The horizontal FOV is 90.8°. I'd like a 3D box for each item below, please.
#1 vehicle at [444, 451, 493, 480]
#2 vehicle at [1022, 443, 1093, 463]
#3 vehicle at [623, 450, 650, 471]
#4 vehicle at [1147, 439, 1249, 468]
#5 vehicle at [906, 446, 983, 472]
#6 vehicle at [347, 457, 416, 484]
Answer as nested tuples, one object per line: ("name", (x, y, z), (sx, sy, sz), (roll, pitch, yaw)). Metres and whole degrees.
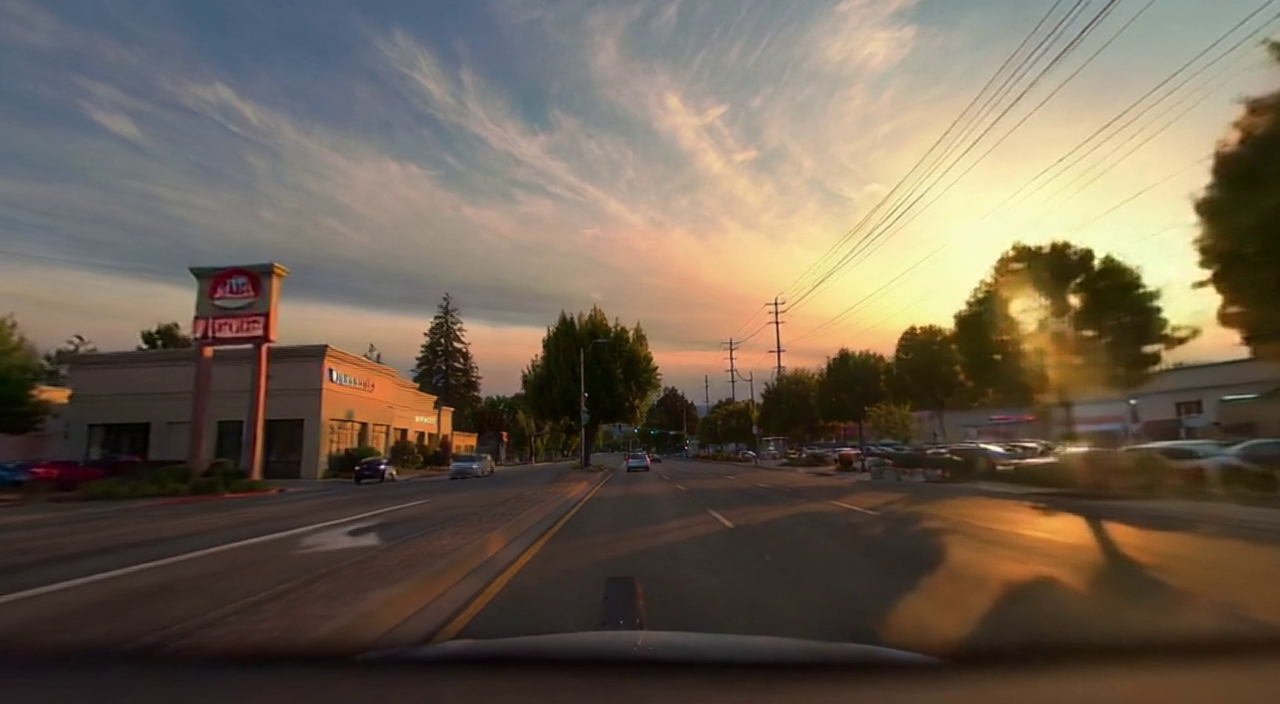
("vehicle", (-11.420, 7.574, 42.397), (2.004, 1.787, 4.384), (0, -9, 1))
("vehicle", (32.106, 7.783, 48.656), (4.036, 1.512, 1.856), (0, -9, 2))
("vehicle", (-0.310, 8.569, 49.984), (2.065, 1.521, 4.306), (0, -9, -1))
("vehicle", (32.383, 5.901, 36.773), (3.999, 1.581, 1.975), (0, -9, 1))
("vehicle", (19.577, 6.850, 40.585), (4.333, 1.532, 2.037), (4, -10, -25))
("vehicle", (-18.880, 8.662, 46.321), (1.874, 1.755, 4.346), (-6, -10, 33))
